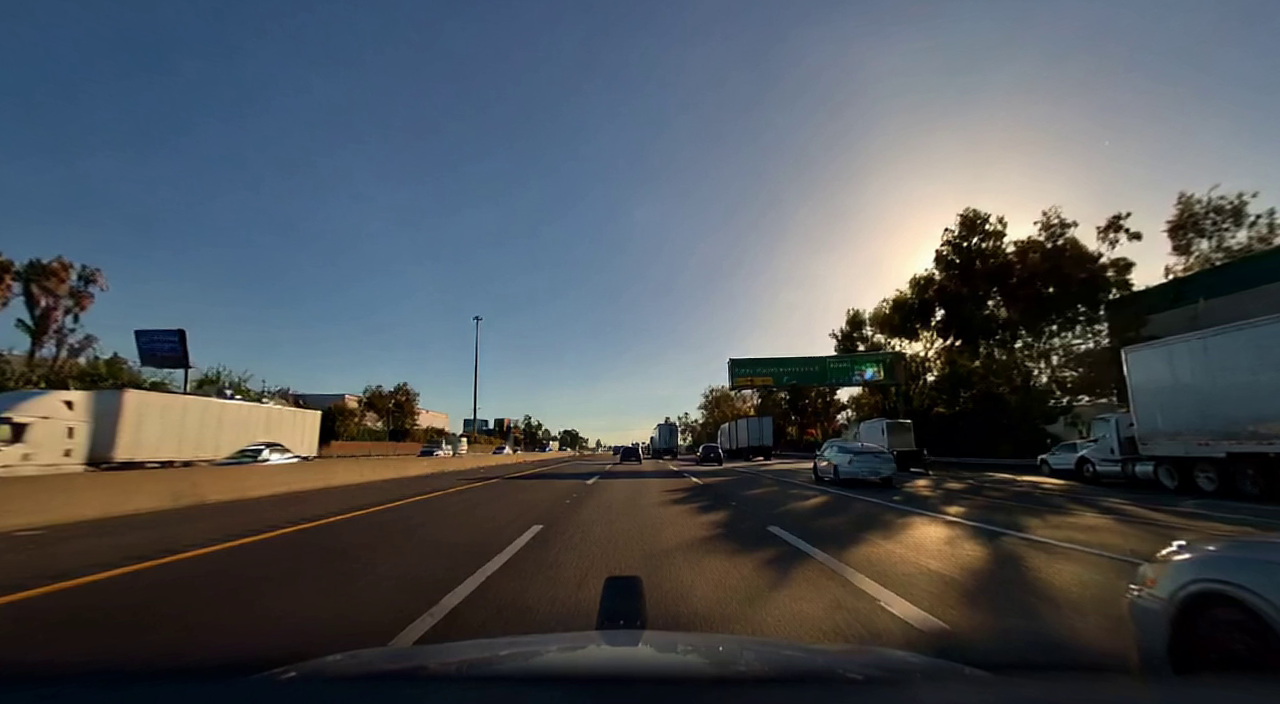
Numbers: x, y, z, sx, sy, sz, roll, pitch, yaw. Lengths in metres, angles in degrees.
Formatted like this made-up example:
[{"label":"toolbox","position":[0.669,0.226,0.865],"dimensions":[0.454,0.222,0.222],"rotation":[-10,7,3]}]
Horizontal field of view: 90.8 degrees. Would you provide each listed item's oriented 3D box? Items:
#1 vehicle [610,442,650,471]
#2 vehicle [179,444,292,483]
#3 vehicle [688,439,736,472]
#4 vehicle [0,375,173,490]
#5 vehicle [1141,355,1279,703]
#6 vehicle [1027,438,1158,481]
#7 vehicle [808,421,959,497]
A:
[{"label":"vehicle","position":[-0.529,6.010,36.563],"dimensions":[2.163,1.551,4.180],"rotation":[0,-9,0]},{"label":"vehicle","position":[-16.447,4.535,25.975],"dimensions":[2.036,1.486,3.876],"rotation":[0,-9,0]},{"label":"vehicle","position":[3.939,5.768,35.355],"dimensions":[2.154,1.658,4.347],"rotation":[0,-9,-1]},{"label":"vehicle","position":[-23.485,3.343,25.482],"dimensions":[3.021,3.900,8.045],"rotation":[0,-9,0]},{"label":"vehicle","position":[3.562,0.605,0.910],"dimensions":[2.030,1.658,4.377],"rotation":[0,-9,0]},{"label":"vehicle","position":[21.706,5.202,30.762],"dimensions":[2.150,1.866,5.885],"rotation":[0,-9,2]},{"label":"vehicle","position":[7.277,3.305,19.816],"dimensions":[2.369,2.007,5.700],"rotation":[0,-9,-1]}]
